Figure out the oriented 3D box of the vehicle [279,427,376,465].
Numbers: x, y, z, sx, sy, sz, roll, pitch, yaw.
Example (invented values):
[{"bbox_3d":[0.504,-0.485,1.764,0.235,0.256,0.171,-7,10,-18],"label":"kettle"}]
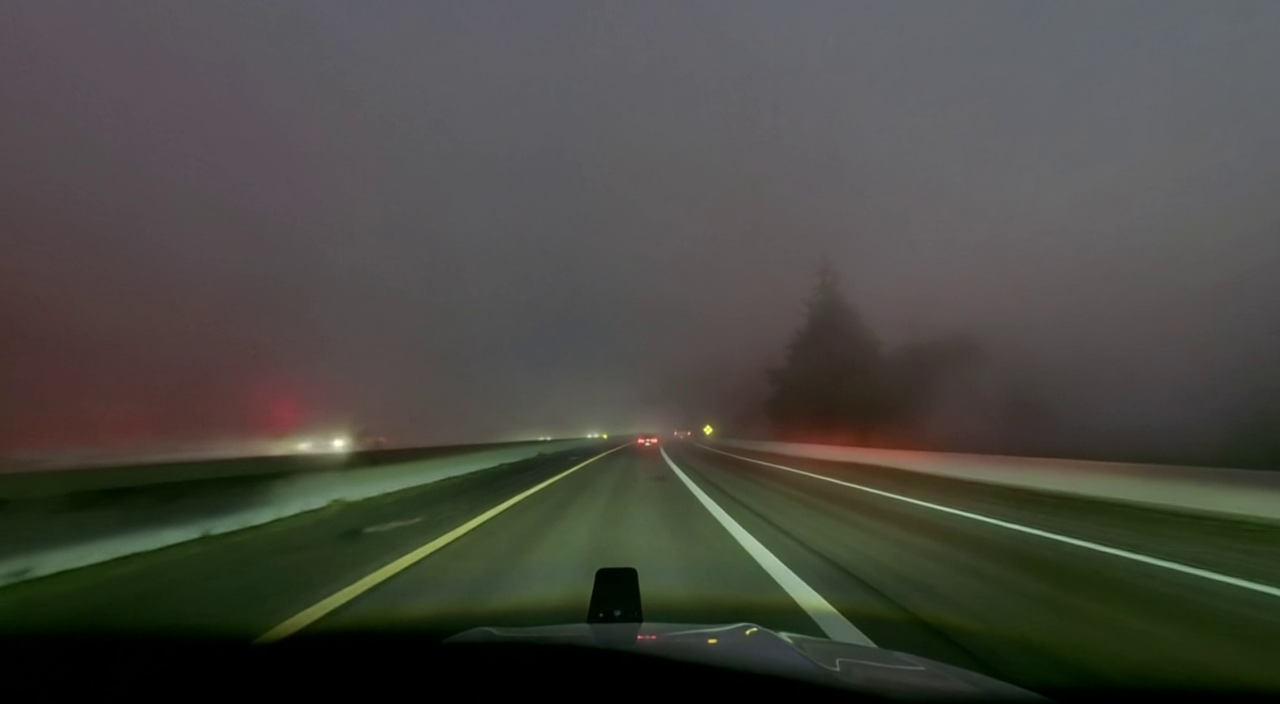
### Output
[{"bbox_3d":[-15.070,4.569,30.700,2.048,1.687,5.274,0,-8,0],"label":"vehicle"}]
